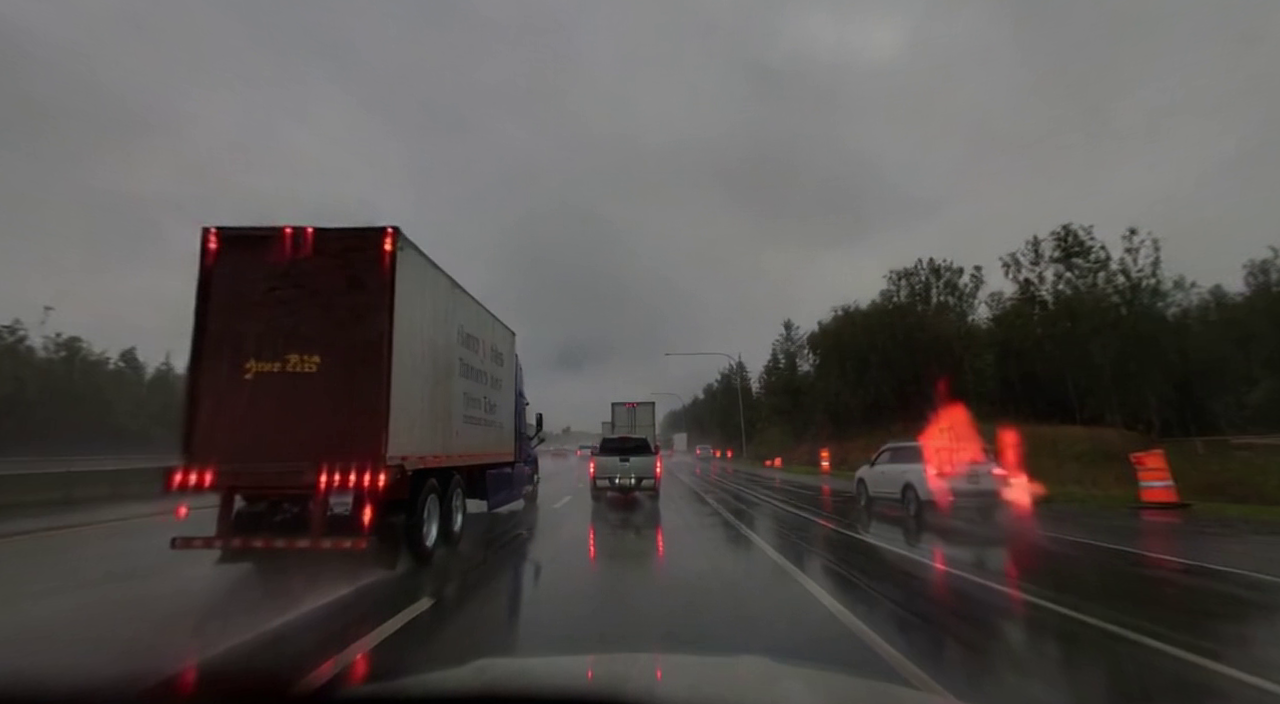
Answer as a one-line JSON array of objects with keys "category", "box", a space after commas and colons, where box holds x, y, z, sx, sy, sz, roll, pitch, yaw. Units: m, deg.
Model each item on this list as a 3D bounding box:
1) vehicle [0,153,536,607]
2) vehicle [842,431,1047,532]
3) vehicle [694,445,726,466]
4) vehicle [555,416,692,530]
[{"category": "vehicle", "box": [-3.754, 0.750, 9.463, 2.990, 3.885, 8.243, 0, -9, 0]}, {"category": "vehicle", "box": [5.502, 2.363, 12.061, 1.937, 1.601, 3.798, 0, -9, -1]}, {"category": "vehicle", "box": [5.361, 8.000, 48.957, 1.918, 1.479, 4.571, 0, -9, 0]}, {"category": "vehicle", "box": [-0.288, 2.205, 11.955, 2.152, 1.779, 3.924, 0, -9, -1]}]
